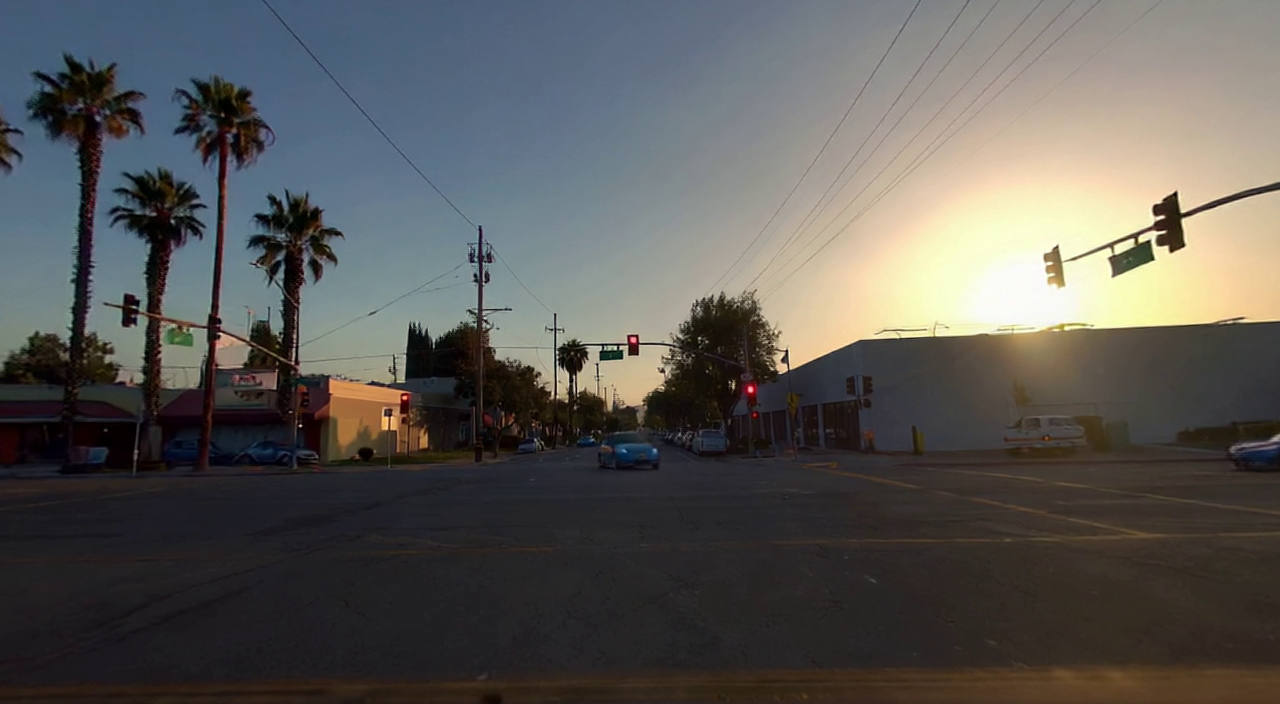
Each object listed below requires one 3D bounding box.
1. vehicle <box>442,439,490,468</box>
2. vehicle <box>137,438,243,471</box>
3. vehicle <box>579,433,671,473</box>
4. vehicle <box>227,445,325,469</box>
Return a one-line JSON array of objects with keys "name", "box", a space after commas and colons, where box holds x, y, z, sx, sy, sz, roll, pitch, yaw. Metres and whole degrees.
[{"name": "vehicle", "box": [-11.960, 6.990, 43.712, 2.016, 1.717, 4.287, -2, -7, 1]}, {"name": "vehicle", "box": [-25.906, 5.929, 36.457, 4.613, 1.820, 2.021, -1, -9, 3]}, {"name": "vehicle", "box": [-0.776, 4.295, 27.038, 2.223, 1.490, 5.094, 3, -9, -22]}, {"name": "vehicle", "box": [-22.291, 6.430, 38.843, 4.849, 1.444, 1.881, 0, -8, 1]}]
